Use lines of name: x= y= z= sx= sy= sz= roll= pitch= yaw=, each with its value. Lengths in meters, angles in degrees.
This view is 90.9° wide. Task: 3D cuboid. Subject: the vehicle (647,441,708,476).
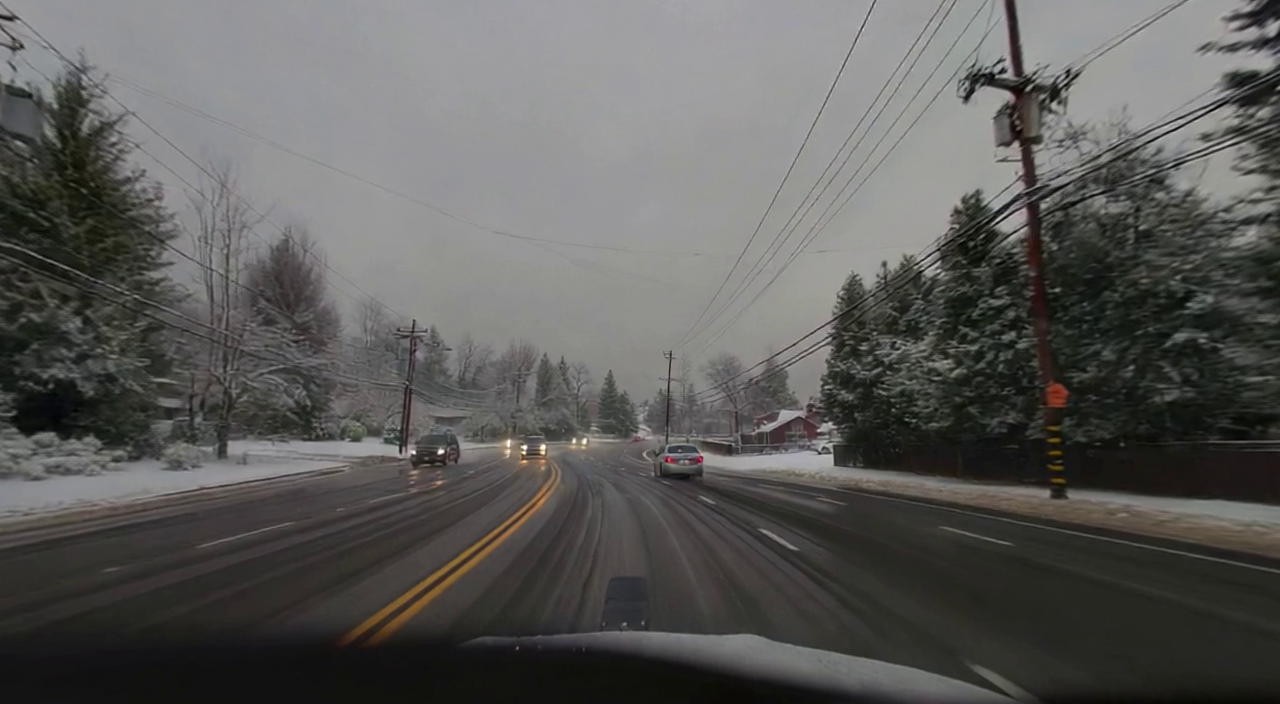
vehicle: x=1.612 y=4.844 z=28.775 sx=1.982 sy=1.451 sz=4.152 roll=1 pitch=-9 yaw=-7

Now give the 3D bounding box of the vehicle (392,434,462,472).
vehicle: x=-9.919 y=4.741 z=29.760 sx=2.169 sy=1.656 sz=4.378 roll=0 pitch=-9 yaw=-6

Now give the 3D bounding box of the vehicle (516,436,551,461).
vehicle: x=-7.860 y=7.174 z=46.909 sx=2.205 sy=1.769 sz=4.589 roll=0 pitch=-9 yaw=-5
